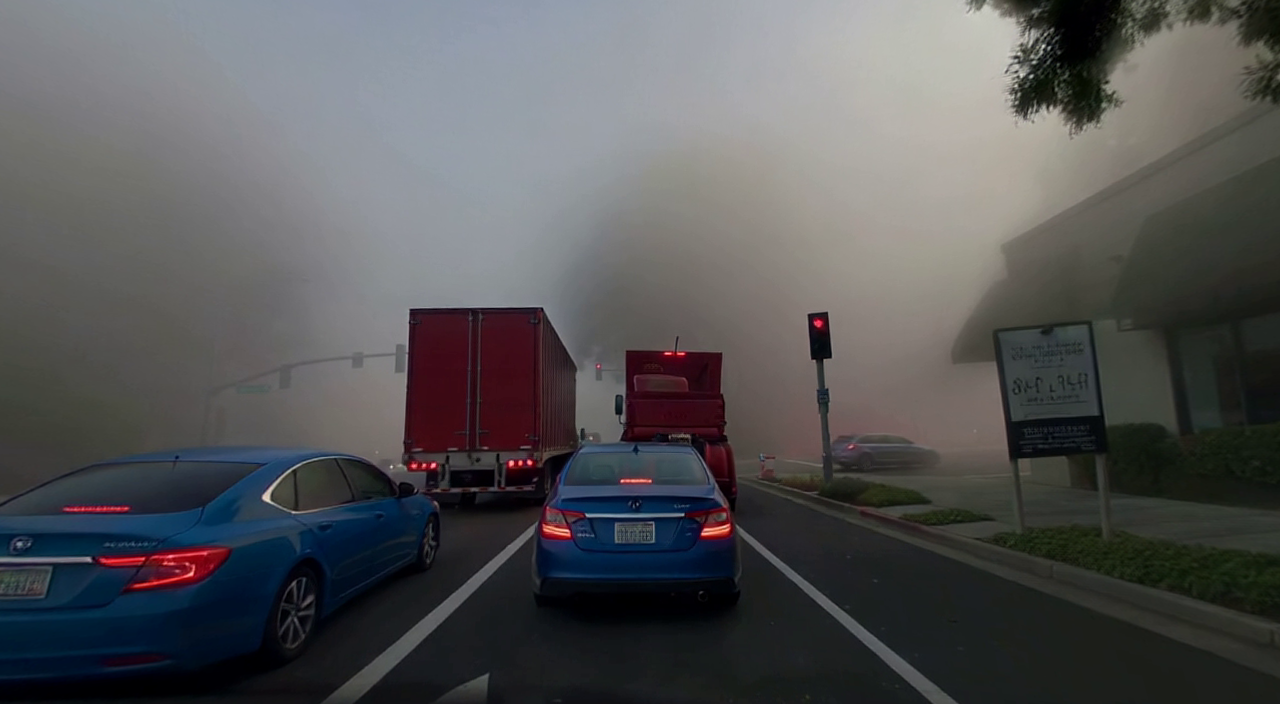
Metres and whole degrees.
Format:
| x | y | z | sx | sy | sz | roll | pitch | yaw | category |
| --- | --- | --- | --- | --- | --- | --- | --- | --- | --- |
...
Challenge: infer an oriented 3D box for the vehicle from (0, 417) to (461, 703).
| x | y | z | sx | sy | sz | roll | pitch | yaw | category |
| --- | --- | --- | --- | --- | --- | --- | --- | --- | --- |
| -3.094 | 1.373 | 5.166 | 1.969 | 1.471 | 4.378 | 0 | -8 | 0 | vehicle |

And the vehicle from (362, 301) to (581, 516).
| x | y | z | sx | sy | sz | roll | pitch | yaw | category |
| --- | --- | --- | --- | --- | --- | --- | --- | --- | --- |
| -3.263 | 1.478 | 14.631 | 3.020 | 3.800 | 7.105 | 0 | -8 | 0 | vehicle |

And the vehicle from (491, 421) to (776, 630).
| x | y | z | sx | sy | sz | roll | pitch | yaw | category |
| --- | --- | --- | --- | --- | --- | --- | --- | --- | --- |
| -0.108 | 1.571 | 6.706 | 2.067 | 1.506 | 4.118 | 0 | -8 | -2 | vehicle |

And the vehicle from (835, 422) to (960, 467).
| x | y | z | sx | sy | sz | roll | pitch | yaw | category |
| --- | --- | --- | --- | --- | --- | --- | --- | --- | --- |
| 11.523 | 4.166 | 28.258 | 4.681 | 1.713 | 1.969 | -2 | -9 | -10 | vehicle |
